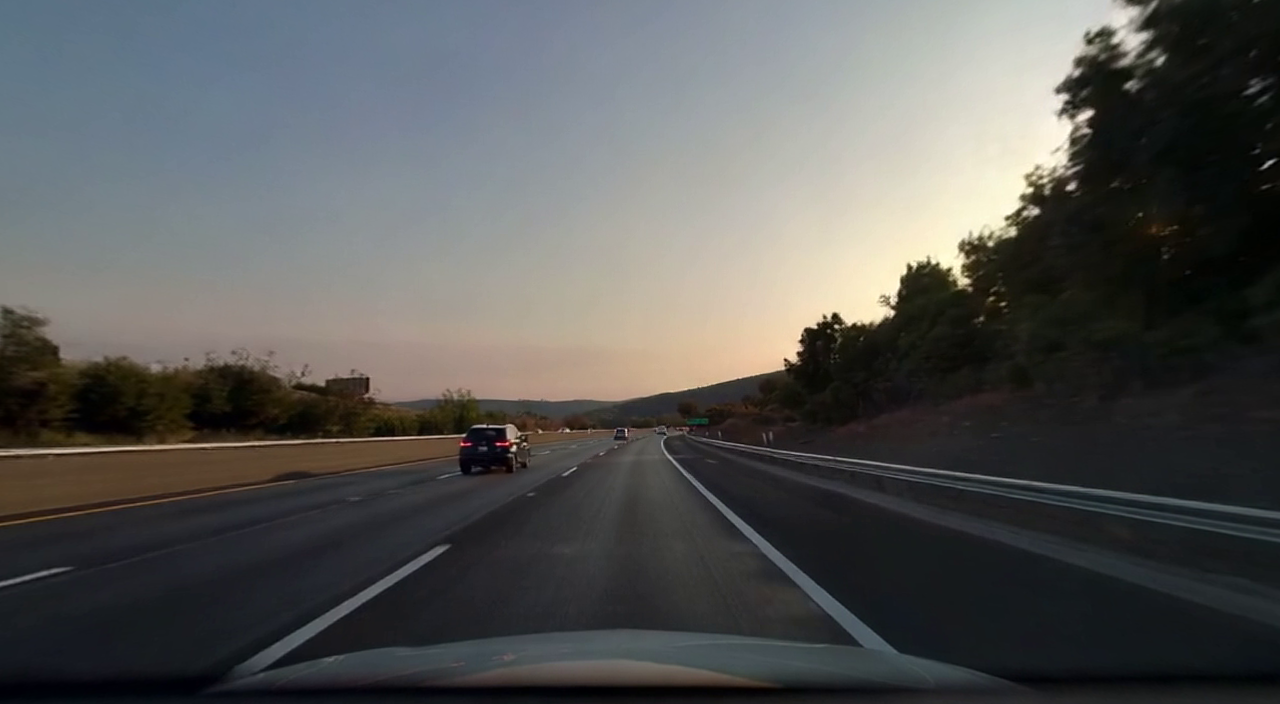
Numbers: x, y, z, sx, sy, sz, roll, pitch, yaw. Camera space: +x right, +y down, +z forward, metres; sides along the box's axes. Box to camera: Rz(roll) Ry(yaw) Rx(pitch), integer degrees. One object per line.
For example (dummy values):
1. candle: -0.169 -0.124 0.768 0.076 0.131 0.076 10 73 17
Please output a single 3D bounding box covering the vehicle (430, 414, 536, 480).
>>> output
1. vehicle: -4.458 2.772 18.640 1.980 1.721 4.419 0 -8 0
